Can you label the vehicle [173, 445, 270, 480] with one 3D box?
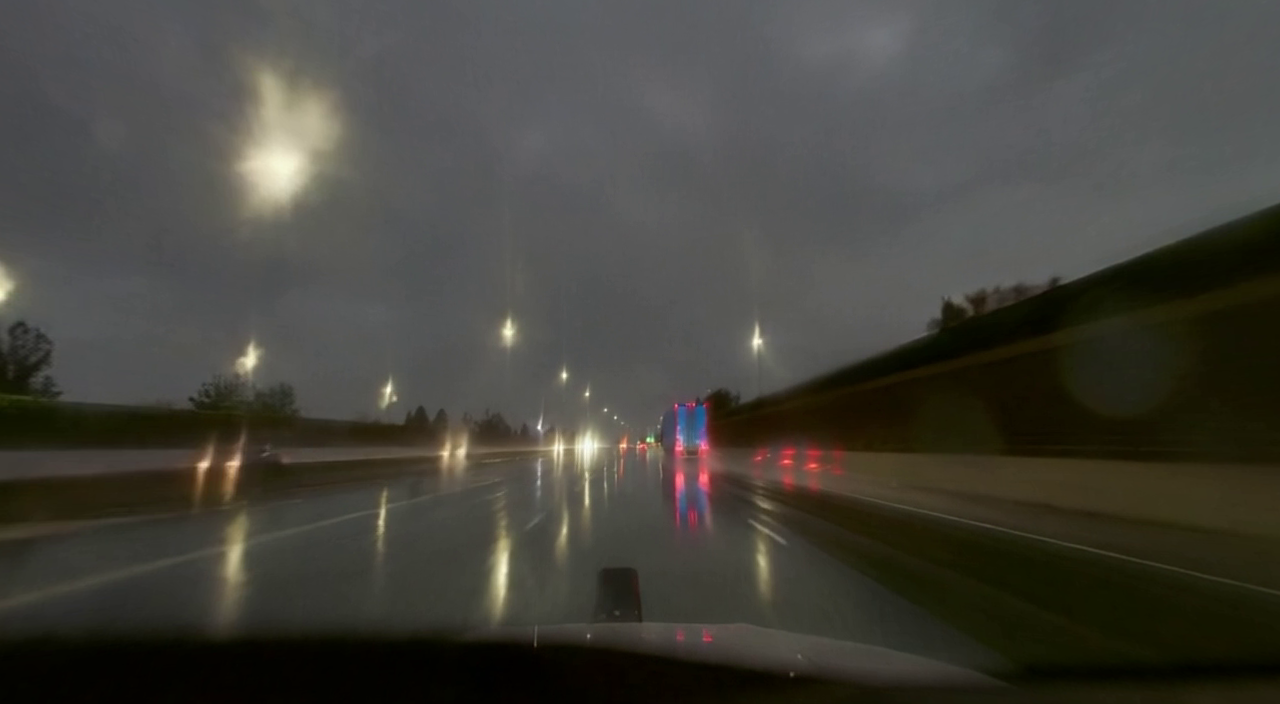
[{"bbox_3d":[-19.088,5.036,29.053,1.809,1.498,3.871,0,-9,0],"label":"vehicle"}]
